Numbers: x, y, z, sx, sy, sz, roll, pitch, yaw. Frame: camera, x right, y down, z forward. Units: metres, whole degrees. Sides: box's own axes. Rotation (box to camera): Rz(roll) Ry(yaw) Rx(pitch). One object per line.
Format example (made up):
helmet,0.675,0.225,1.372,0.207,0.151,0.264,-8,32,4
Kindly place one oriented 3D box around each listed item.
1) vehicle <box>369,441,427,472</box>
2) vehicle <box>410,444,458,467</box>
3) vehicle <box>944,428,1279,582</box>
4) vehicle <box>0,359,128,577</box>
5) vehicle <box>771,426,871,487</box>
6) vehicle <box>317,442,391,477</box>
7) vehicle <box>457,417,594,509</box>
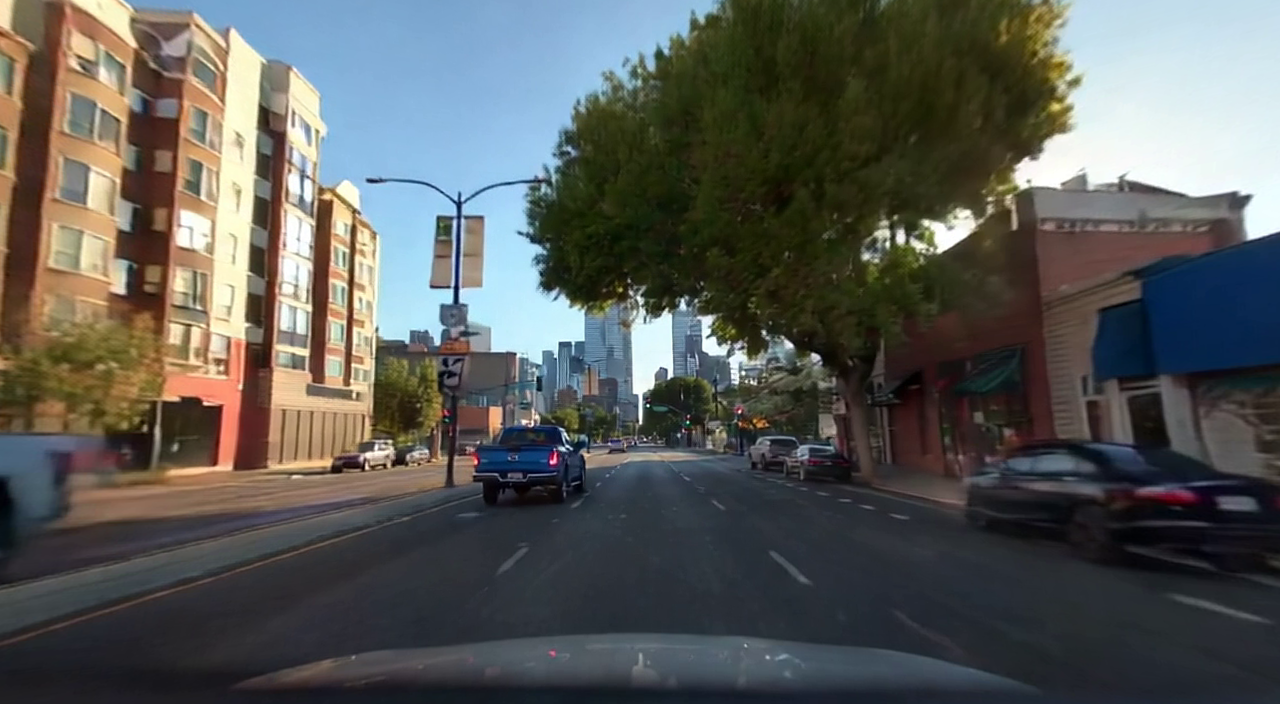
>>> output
vehicle,-15.729,6.780,41.299,1.948,1.827,4.730,-2,-8,0
vehicle,-15.701,7.942,48.364,2.100,1.596,4.739,-2,-9,0
vehicle,6.052,1.824,8.326,1.988,1.514,3.962,0,-9,-1
vehicle,-7.257,0.862,4.367,2.462,2.027,5.808,0,-9,1
vehicle,6.045,3.579,21.758,2.043,1.841,4.842,0,-9,1
vehicle,-15.960,5.995,35.466,1.928,1.824,4.664,0,-9,0
vehicle,-2.433,2.580,15.072,2.197,1.786,5.365,0,-9,1
